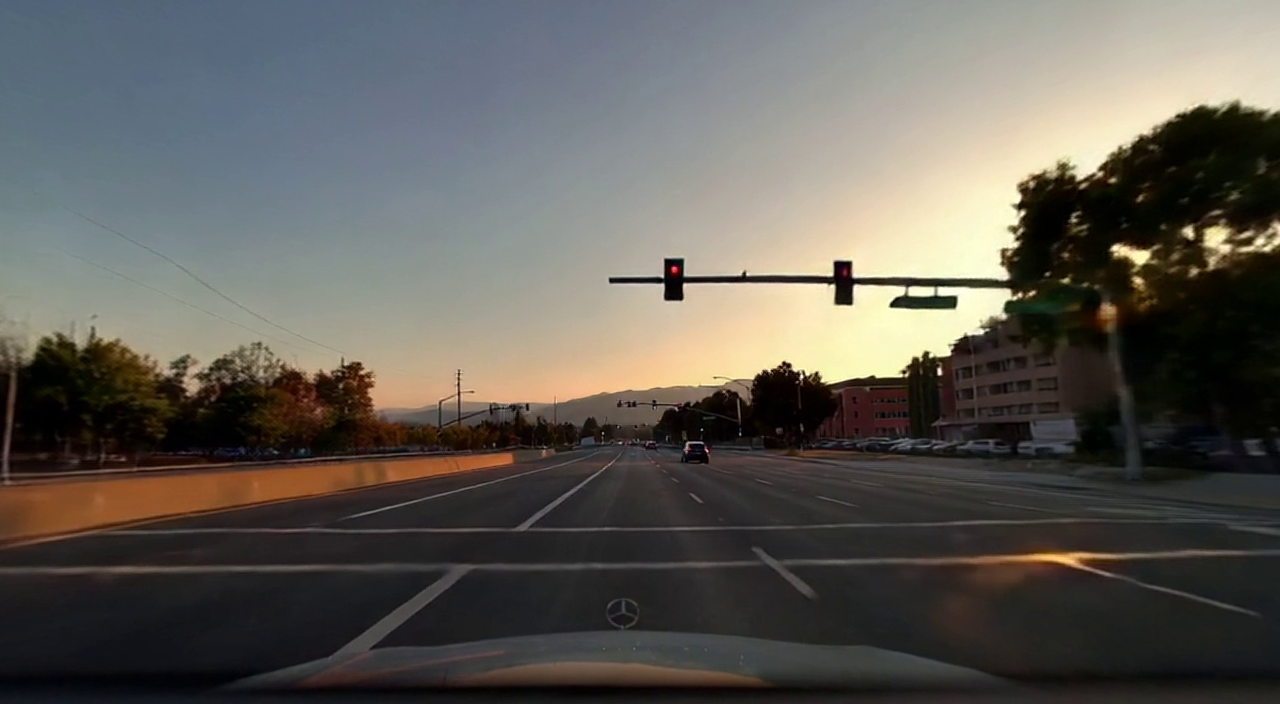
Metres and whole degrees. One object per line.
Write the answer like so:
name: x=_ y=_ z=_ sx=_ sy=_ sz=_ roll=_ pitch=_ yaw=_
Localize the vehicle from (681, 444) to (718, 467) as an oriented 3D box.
vehicle: x=4.145 y=7.305 z=44.803 sx=2.187 sy=1.475 sz=4.529 roll=0 pitch=-8 yaw=-1
